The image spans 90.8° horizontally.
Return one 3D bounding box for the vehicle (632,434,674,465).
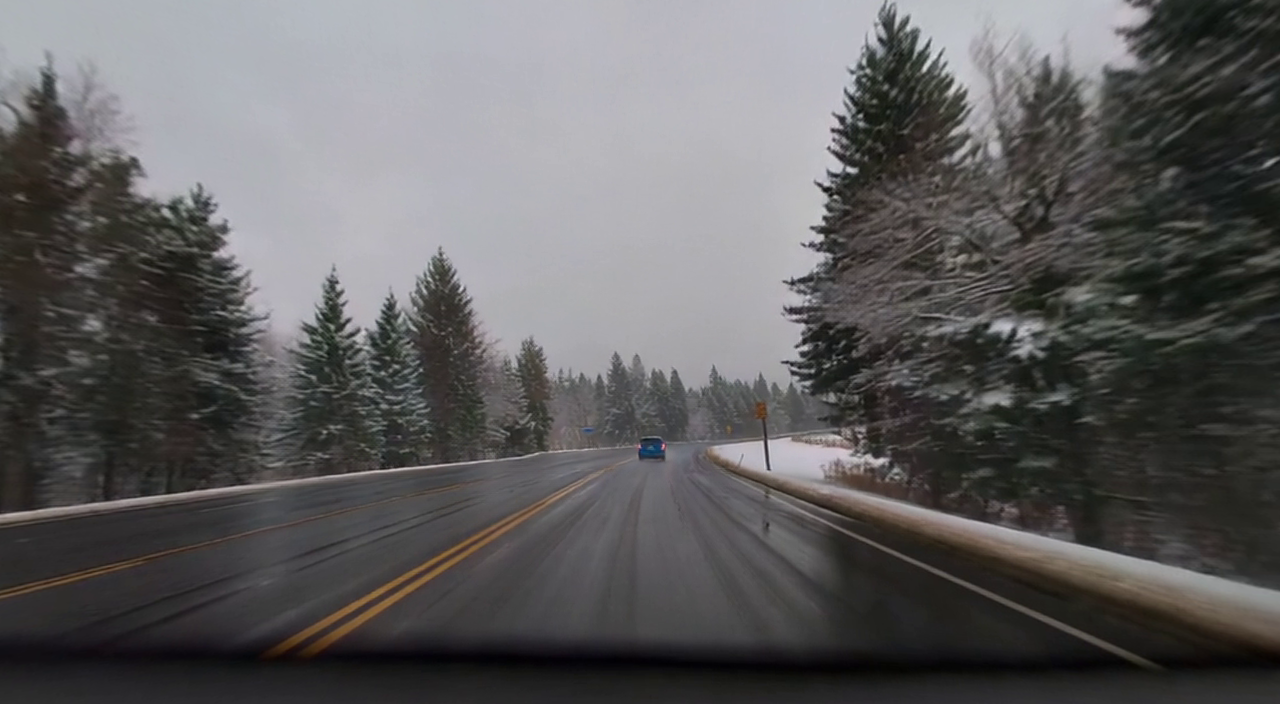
[{"bbox_3d":[0.859,5.811,37.611,2.294,1.708,4.110,-1,-9,4],"label":"vehicle"}]
